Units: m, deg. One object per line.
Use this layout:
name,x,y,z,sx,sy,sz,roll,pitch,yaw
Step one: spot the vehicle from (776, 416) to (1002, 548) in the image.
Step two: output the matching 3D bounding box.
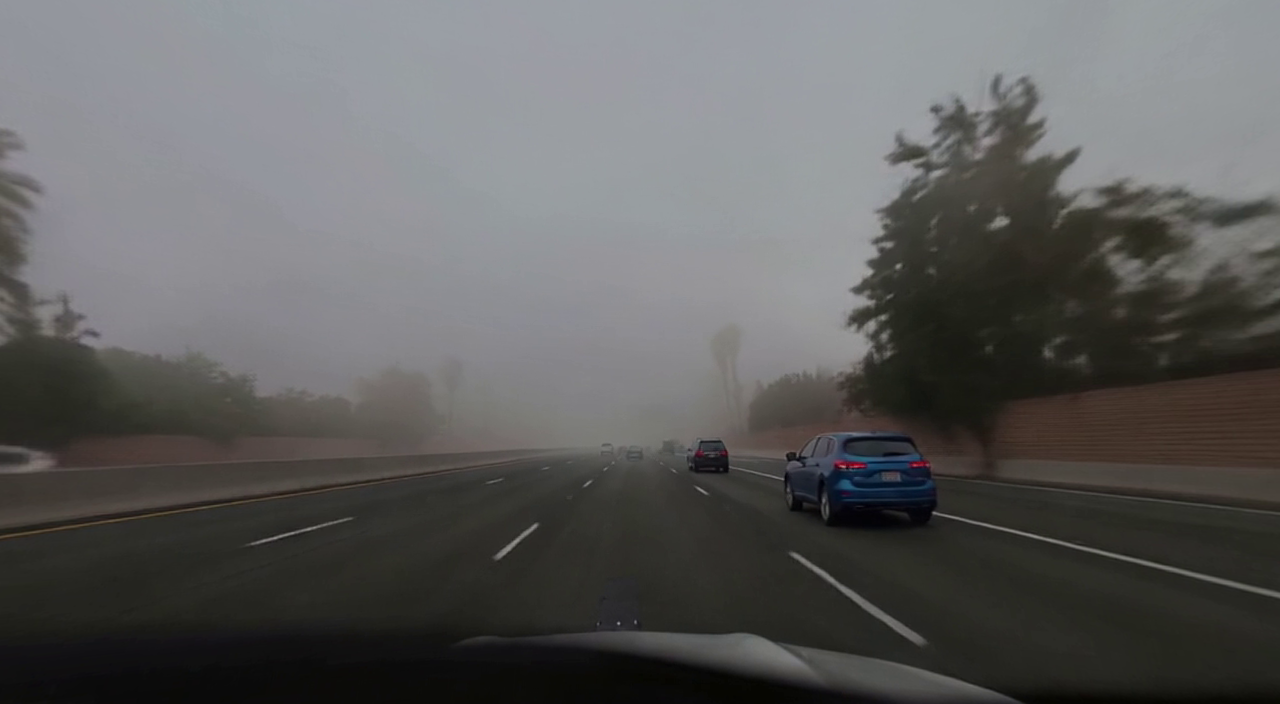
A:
vehicle,3.698,1.998,10.383,1.910,1.696,4.187,0,-8,-1

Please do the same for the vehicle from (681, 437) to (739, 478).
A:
vehicle,3.050,4.695,28.487,2.045,1.688,4.313,0,-8,-1
